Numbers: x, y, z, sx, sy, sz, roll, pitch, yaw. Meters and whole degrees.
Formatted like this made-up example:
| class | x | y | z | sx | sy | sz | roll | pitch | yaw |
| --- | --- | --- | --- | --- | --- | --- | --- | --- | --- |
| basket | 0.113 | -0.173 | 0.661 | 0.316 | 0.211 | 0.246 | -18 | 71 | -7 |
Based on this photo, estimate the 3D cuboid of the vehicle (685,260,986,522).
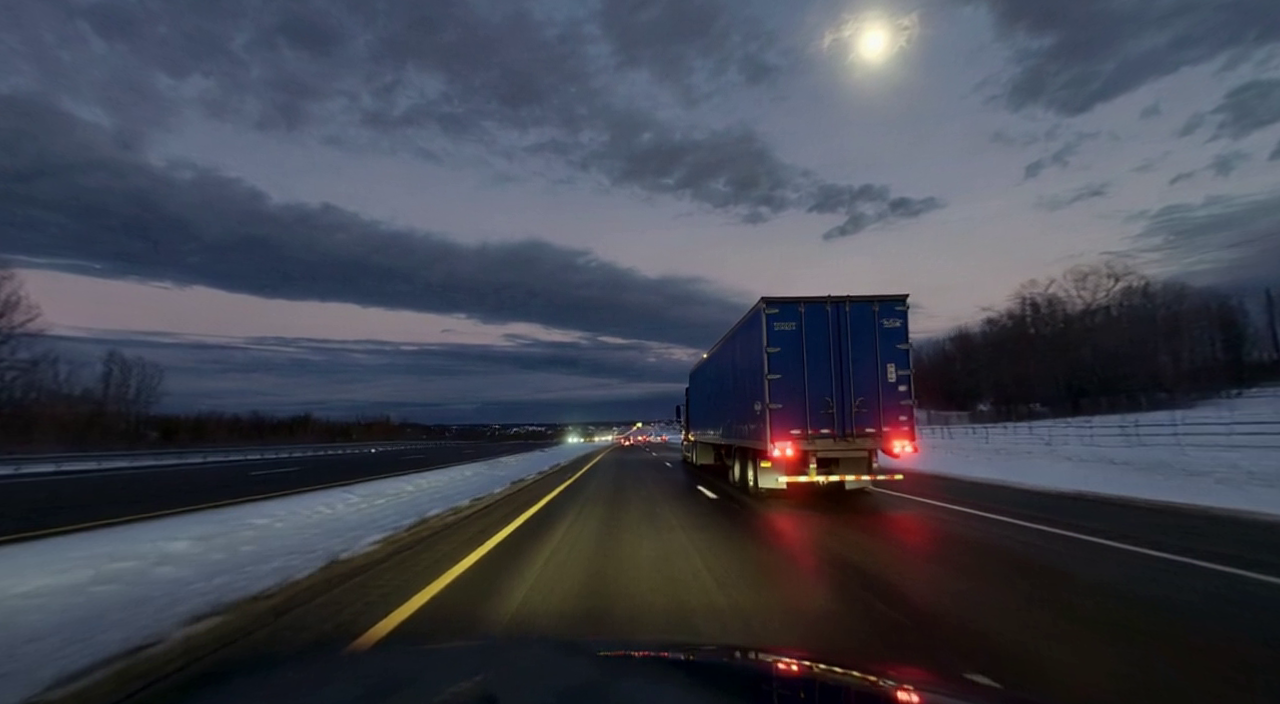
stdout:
| class | x | y | z | sx | sy | sz | roll | pitch | yaw |
| --- | --- | --- | --- | --- | --- | --- | --- | --- | --- |
| vehicle | 3.736 | 1.730 | 18.741 | 3.203 | 4.273 | 17.131 | 0 | -8 | -1 |
